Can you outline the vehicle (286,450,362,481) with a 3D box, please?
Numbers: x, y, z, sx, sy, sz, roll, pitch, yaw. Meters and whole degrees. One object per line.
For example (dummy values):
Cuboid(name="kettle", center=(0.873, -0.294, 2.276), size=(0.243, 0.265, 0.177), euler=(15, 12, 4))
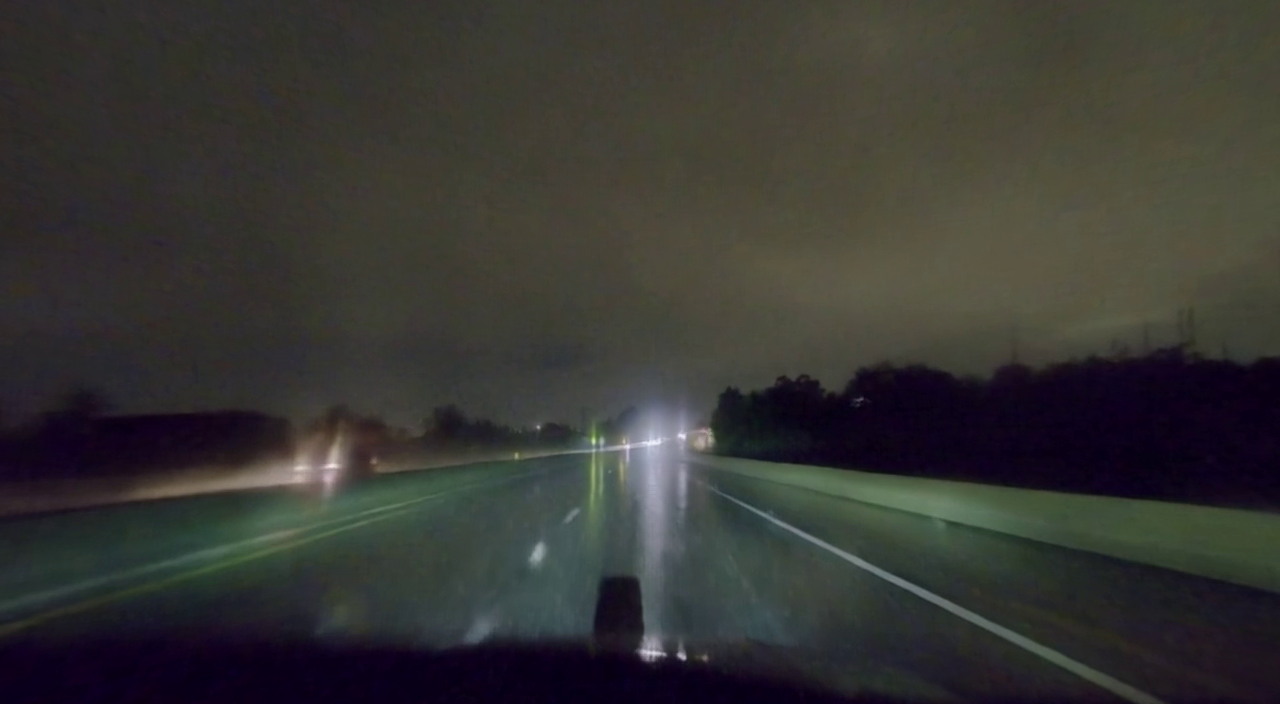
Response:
Cuboid(name="vehicle", center=(-16.367, 5.875, 32.791), size=(1.798, 1.462, 4.067), euler=(0, -9, 0))
